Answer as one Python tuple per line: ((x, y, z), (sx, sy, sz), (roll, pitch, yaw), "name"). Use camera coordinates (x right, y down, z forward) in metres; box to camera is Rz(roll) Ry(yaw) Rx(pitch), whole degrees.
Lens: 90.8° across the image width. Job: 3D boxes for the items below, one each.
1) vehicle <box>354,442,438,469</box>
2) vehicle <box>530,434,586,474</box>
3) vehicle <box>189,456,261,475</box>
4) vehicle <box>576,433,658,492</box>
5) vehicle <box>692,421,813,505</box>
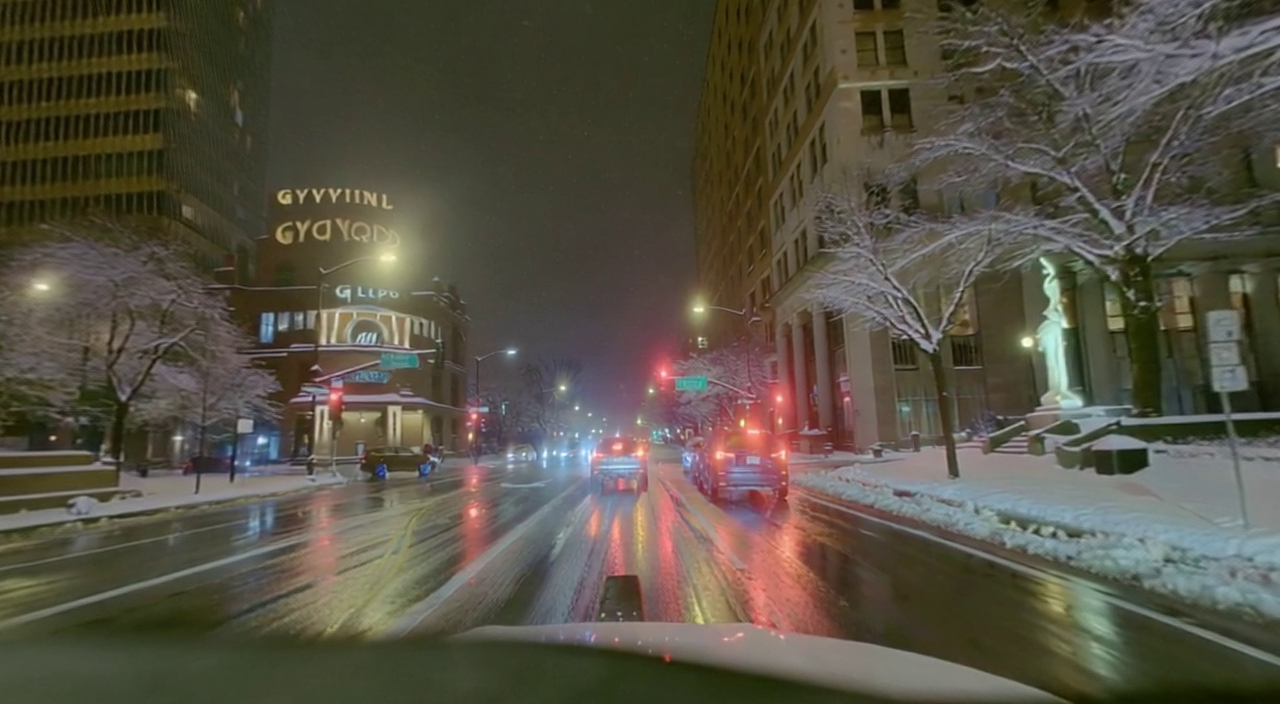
((-16.556, 7.032, 43.048), (4.855, 1.769, 2.071), (0, -9, -1), "vehicle")
((-3.591, 4.598, 28.694), (2.045, 1.633, 4.864), (0, -9, -2), "vehicle")
((-32.392, 8.830, 49.363), (4.392, 1.427, 1.764), (0, -9, 0), "vehicle")
((-0.597, 3.123, 18.206), (2.096, 1.492, 4.071), (0, -9, 0), "vehicle")
((2.594, 2.715, 15.809), (2.096, 1.775, 4.440), (0, -9, -1), "vehicle")
